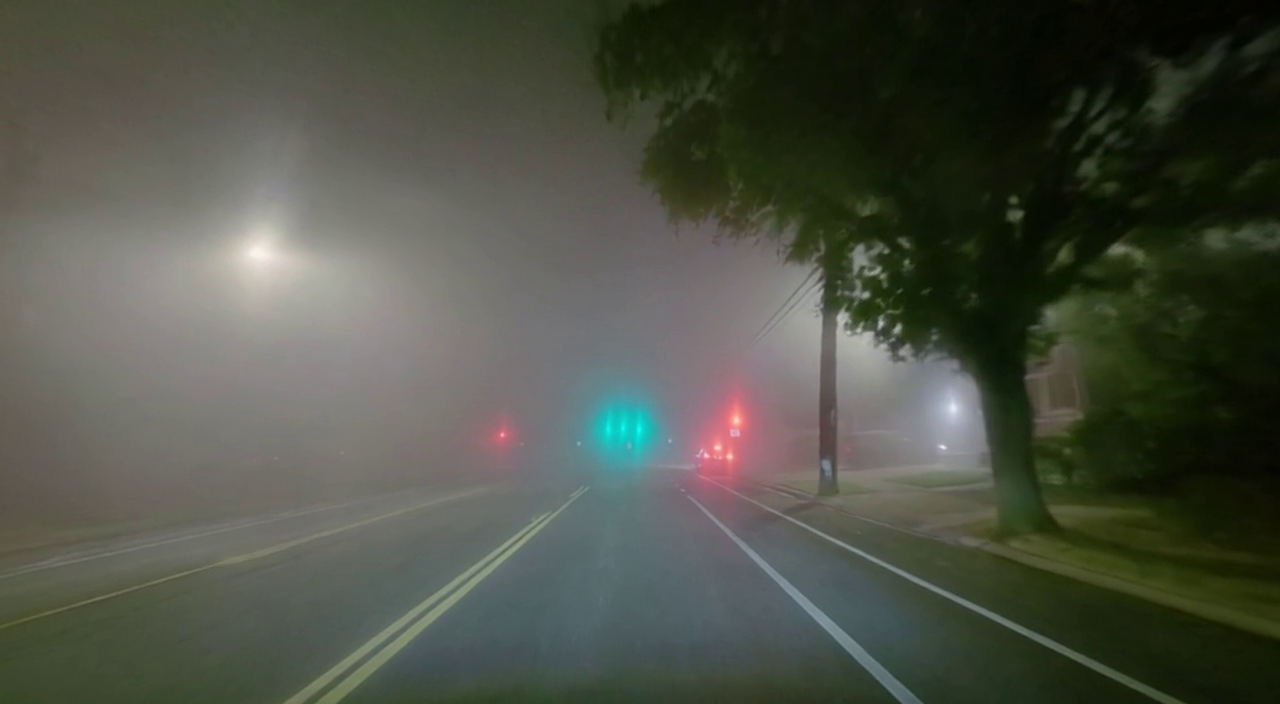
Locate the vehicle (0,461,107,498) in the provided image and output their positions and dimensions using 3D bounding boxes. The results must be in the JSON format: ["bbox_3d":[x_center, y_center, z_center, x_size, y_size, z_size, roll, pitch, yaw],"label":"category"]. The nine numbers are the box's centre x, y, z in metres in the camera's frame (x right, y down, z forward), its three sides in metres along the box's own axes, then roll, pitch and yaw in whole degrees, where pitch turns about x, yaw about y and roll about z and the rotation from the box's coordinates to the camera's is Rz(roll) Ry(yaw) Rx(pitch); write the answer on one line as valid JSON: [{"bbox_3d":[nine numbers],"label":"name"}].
[{"bbox_3d":[-35.524,7.624,38.113,1.986,1.854,5.454,-1,-8,-1],"label":"vehicle"}]

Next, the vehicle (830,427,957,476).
[{"bbox_3d":[10.184,4.017,25.499,4.434,1.730,2.081,-6,-10,23],"label":"vehicle"}]

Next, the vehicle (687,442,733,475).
[{"bbox_3d":[3.809,5.899,35.190,1.900,1.661,4.346,0,-9,-2],"label":"vehicle"}]
